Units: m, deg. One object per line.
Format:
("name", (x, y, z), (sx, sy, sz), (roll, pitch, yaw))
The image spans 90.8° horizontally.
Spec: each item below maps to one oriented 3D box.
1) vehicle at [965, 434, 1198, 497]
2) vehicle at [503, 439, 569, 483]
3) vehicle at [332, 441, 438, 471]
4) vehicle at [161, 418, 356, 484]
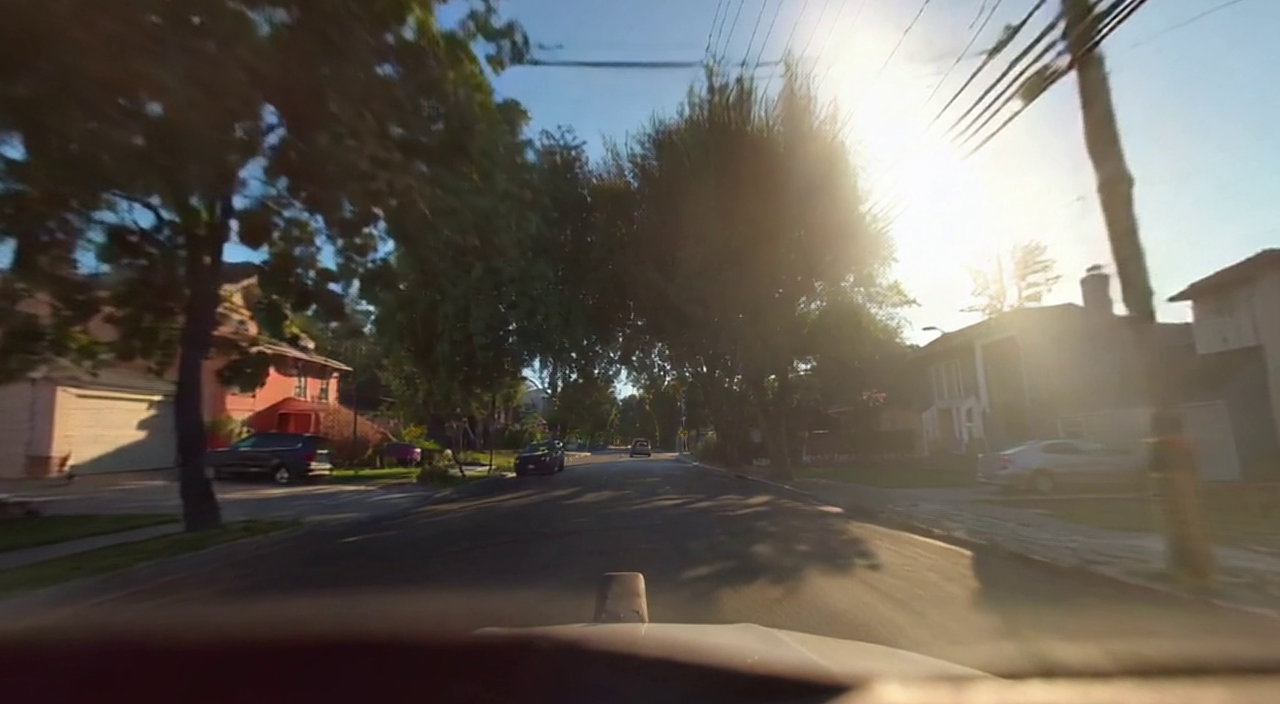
("vehicle", (11.803, 3.052, 17.188), (4.700, 1.441, 2.167), (-1, -8, -2))
("vehicle", (-4.636, 4.890, 28.814), (2.207, 1.669, 4.363), (-3, -7, 0))
("vehicle", (-12.554, 5.147, 31.389), (4.526, 1.449, 1.869), (1, -9, -9))
("vehicle", (-12.490, 3.277, 20.993), (4.962, 1.866, 2.075), (3, -9, -3))
